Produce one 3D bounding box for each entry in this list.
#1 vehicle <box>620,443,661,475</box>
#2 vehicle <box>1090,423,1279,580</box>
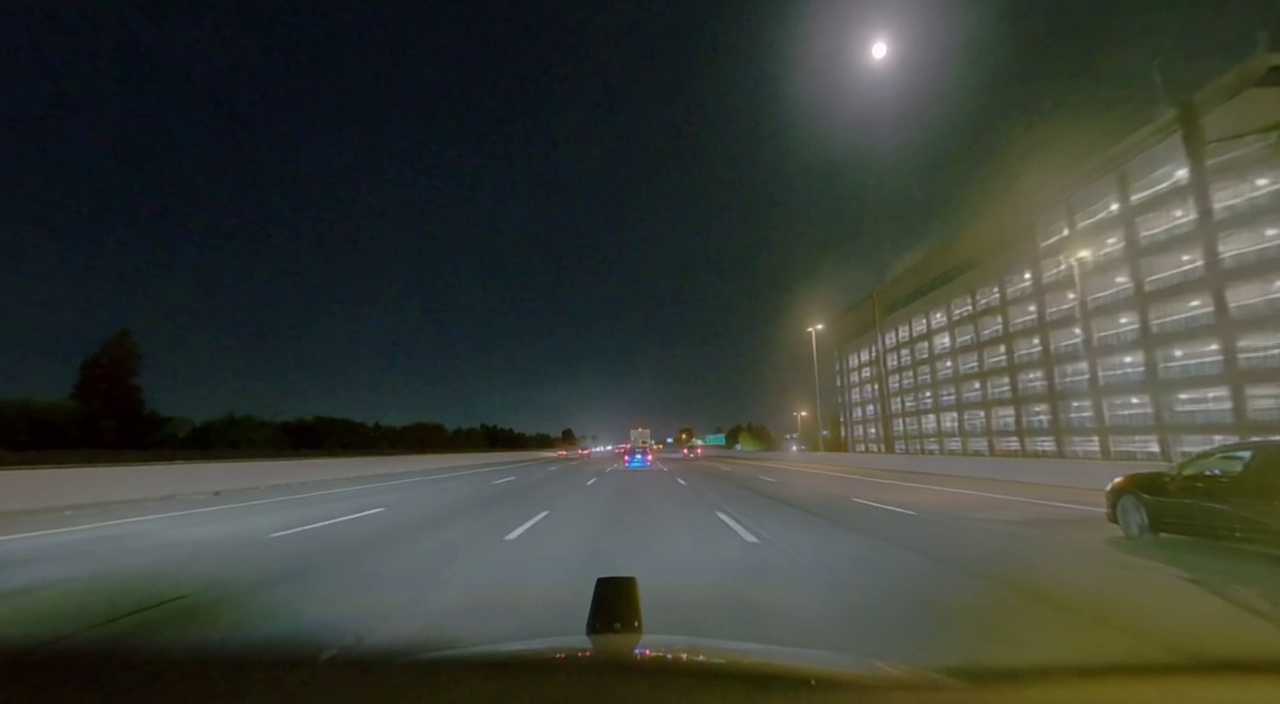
[{"bbox_3d":[0.024,5.566,32.960,2.036,1.542,3.891,0,-8,0],"label":"vehicle"},{"bbox_3d":[7.131,1.451,6.140,1.937,1.498,4.710,0,-8,-1],"label":"vehicle"}]
